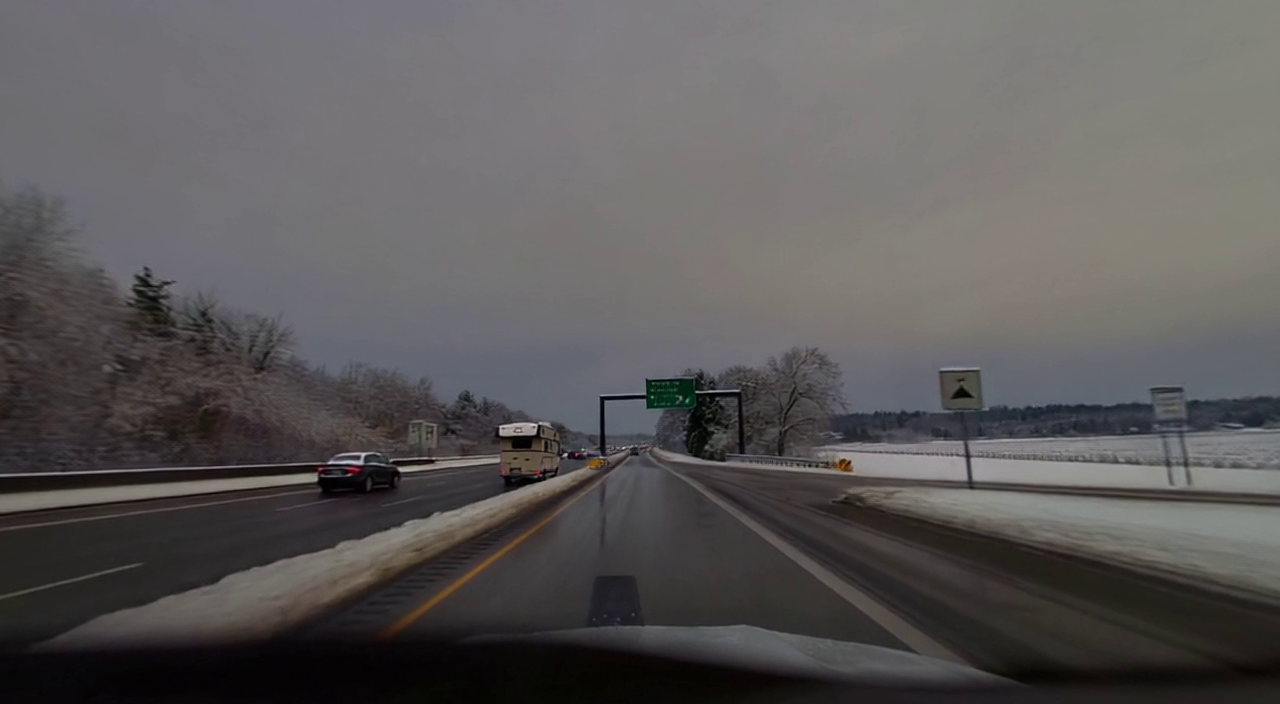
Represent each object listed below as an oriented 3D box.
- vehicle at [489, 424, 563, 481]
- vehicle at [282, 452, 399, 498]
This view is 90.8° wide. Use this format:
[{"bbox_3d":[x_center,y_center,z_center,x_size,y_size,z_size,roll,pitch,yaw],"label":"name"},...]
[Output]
[{"bbox_3d":[-6.406,5.834,36.826,2.747,2.934,7.411,0,-9,2],"label":"vehicle"},{"bbox_3d":[-10.601,4.366,22.824,1.922,1.448,4.638,0,-9,1],"label":"vehicle"}]
